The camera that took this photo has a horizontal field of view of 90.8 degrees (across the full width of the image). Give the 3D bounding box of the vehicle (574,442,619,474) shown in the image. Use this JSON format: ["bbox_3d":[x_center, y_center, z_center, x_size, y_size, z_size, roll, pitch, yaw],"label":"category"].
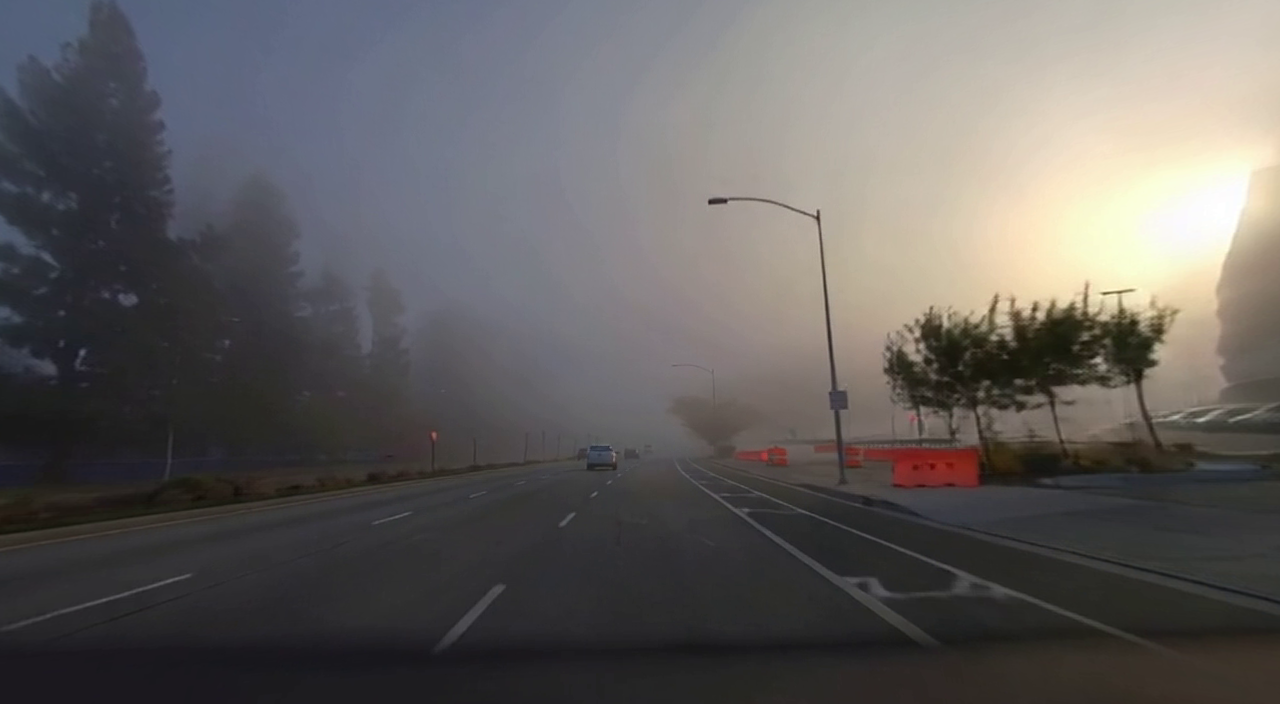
[{"bbox_3d":[-2.369,5.878,35.257,2.121,1.654,3.993,0,-8,2],"label":"vehicle"}]
